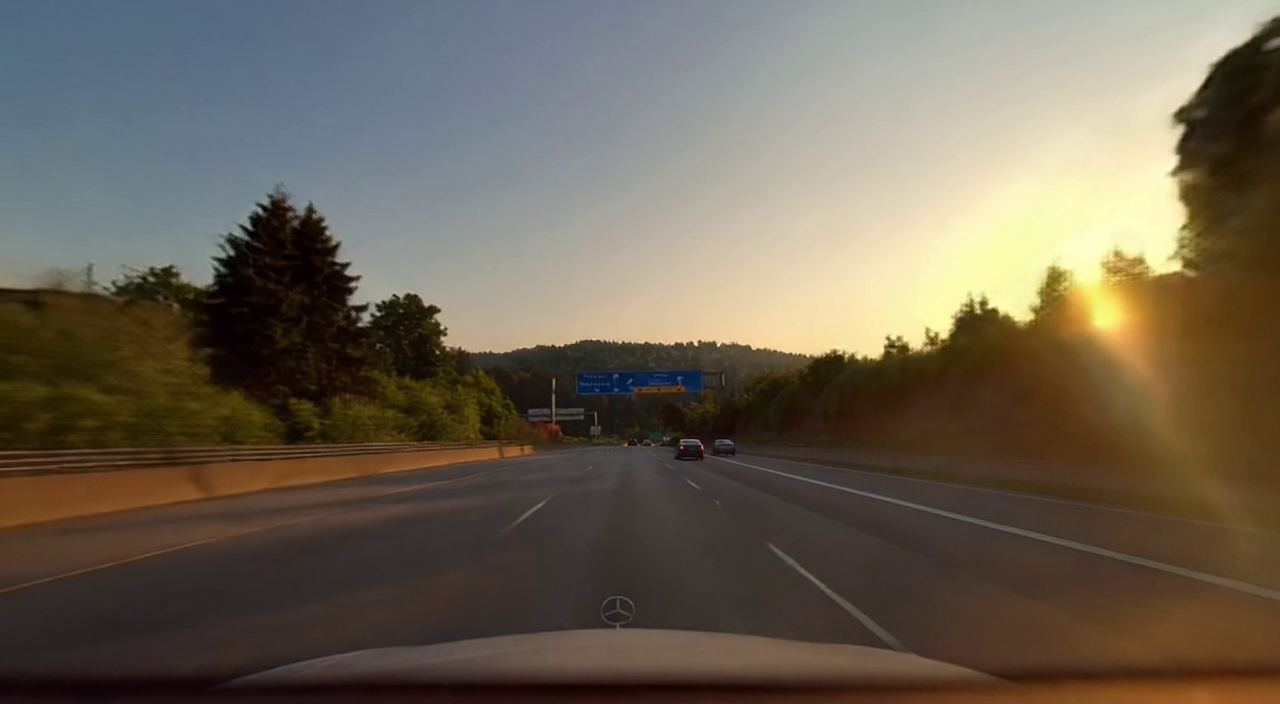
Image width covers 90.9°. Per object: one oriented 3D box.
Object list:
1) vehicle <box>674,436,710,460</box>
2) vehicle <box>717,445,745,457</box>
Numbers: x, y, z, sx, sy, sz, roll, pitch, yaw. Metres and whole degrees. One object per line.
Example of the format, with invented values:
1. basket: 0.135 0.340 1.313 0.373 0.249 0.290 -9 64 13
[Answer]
1. vehicle: 3.250 6.110 40.263 1.819 1.468 3.770 0 -8 -3
2. vehicle: 6.875 7.502 47.852 1.535 0.862 2.814 0 -8 -4
